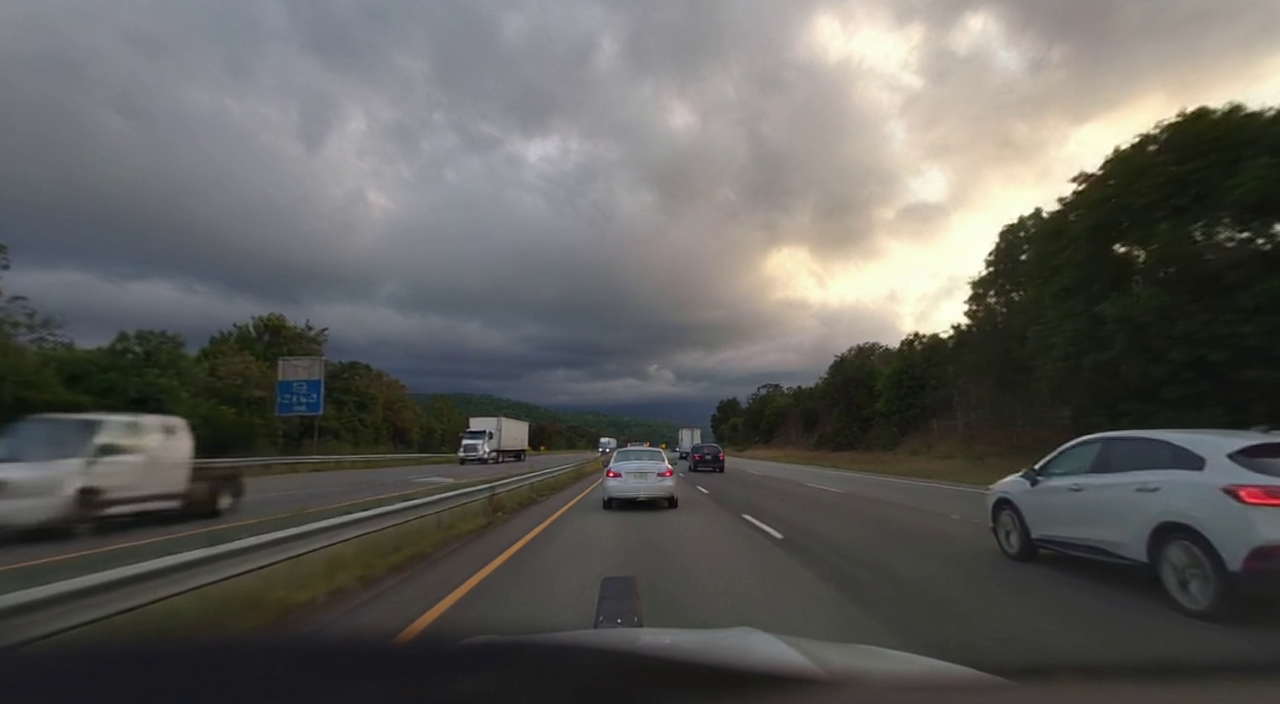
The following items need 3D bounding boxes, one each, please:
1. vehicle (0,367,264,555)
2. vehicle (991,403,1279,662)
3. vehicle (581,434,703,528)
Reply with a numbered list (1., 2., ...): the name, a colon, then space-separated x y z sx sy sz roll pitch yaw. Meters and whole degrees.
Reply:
1. vehicle: -9.551 1.849 11.073 2.512 2.475 5.406 0 -9 -1
2. vehicle: 4.746 1.208 4.662 1.931 1.516 3.995 0 -9 0
3. vehicle: 0.005 2.492 12.658 2.088 1.580 3.657 0 -9 -1
